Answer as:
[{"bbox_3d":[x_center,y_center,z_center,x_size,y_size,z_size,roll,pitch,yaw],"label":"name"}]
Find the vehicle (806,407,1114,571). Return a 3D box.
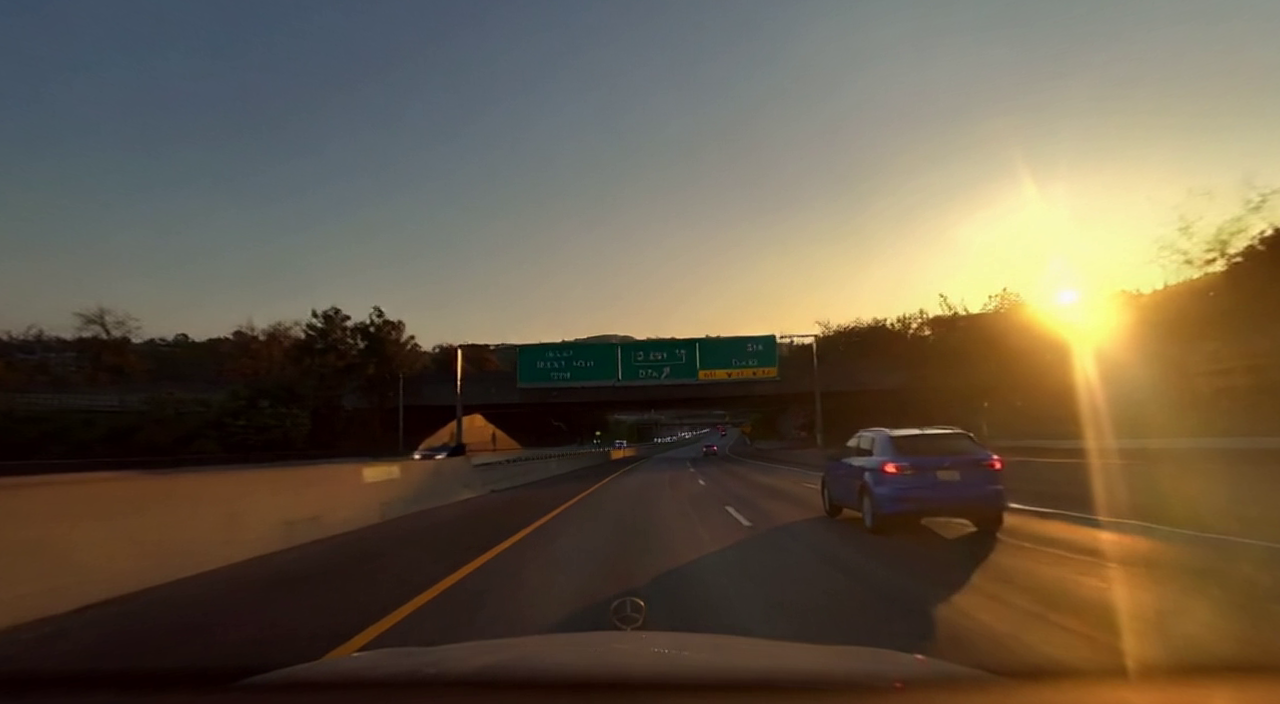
[{"bbox_3d":[4.017,1.791,8.998,2.143,1.730,4.303,-1,-8,1],"label":"vehicle"}]

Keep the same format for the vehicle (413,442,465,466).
[{"bbox_3d":[-15.491,7.889,48.947,2.176,1.729,4.737,-1,-8,4],"label":"vehicle"}]
